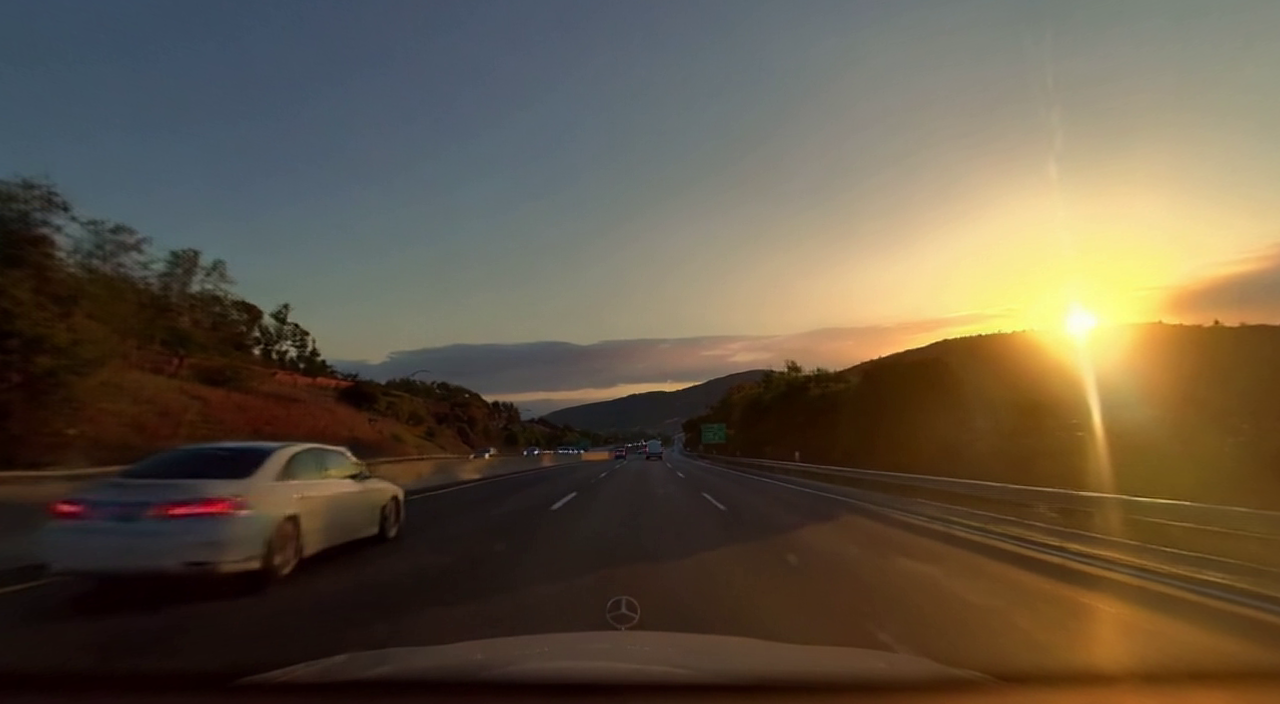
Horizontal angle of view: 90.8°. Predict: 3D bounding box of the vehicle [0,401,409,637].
[{"bbox_3d":[-4.135,1.445,6.400,2.035,1.595,4.022,0,-9,0],"label":"vehicle"}]
